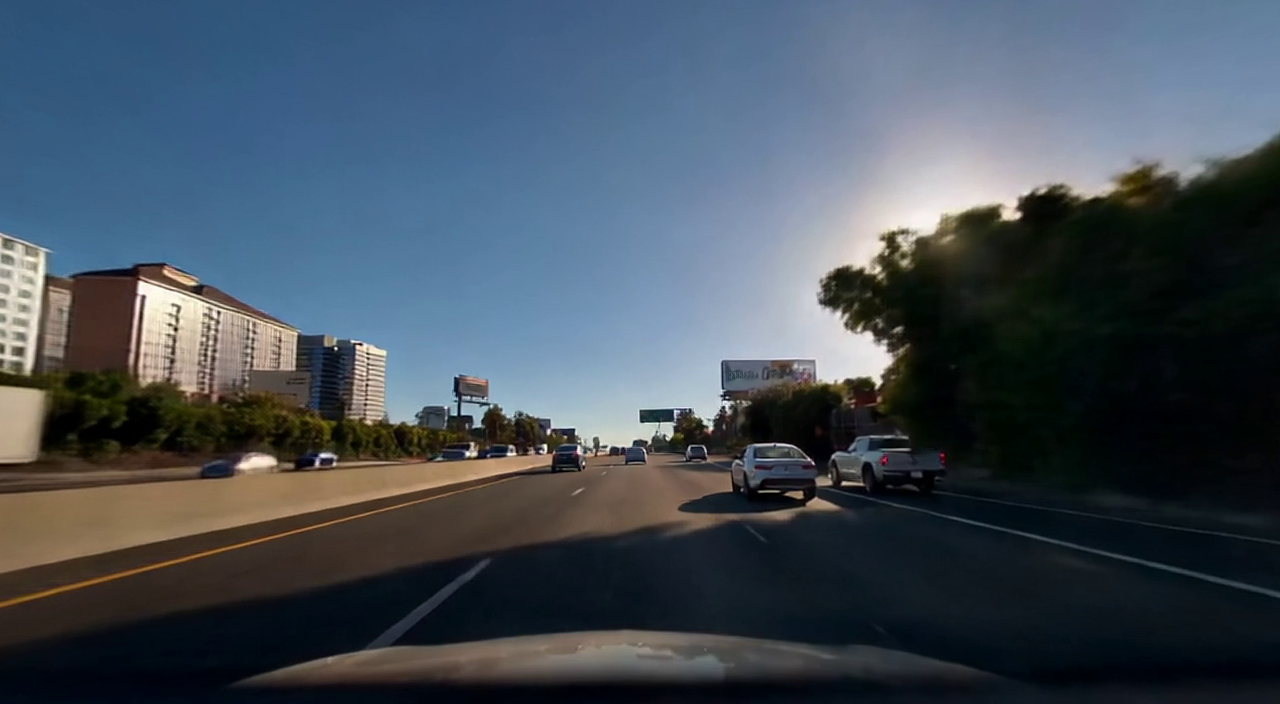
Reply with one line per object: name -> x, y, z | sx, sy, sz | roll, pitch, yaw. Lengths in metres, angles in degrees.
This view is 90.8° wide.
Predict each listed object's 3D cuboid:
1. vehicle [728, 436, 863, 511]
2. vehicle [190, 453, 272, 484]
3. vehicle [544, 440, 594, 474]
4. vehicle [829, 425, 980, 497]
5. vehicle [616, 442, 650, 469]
vehicle -> 3.475, 2.825, 15.141 | 1.987, 1.509, 4.512 | 0, -9, -1
vehicle -> -21.473, 6.116, 33.374 | 1.879, 1.461, 3.650 | 0, -9, -1
vehicle -> -3.864, 5.840, 35.349 | 2.256, 1.756, 4.745 | 0, -9, 0
vehicle -> 7.400, 3.133, 18.391 | 2.176, 1.793, 4.841 | 0, -9, -2
vehicle -> -0.463, 7.011, 42.962 | 2.191, 1.685, 4.015 | 0, -9, 0
